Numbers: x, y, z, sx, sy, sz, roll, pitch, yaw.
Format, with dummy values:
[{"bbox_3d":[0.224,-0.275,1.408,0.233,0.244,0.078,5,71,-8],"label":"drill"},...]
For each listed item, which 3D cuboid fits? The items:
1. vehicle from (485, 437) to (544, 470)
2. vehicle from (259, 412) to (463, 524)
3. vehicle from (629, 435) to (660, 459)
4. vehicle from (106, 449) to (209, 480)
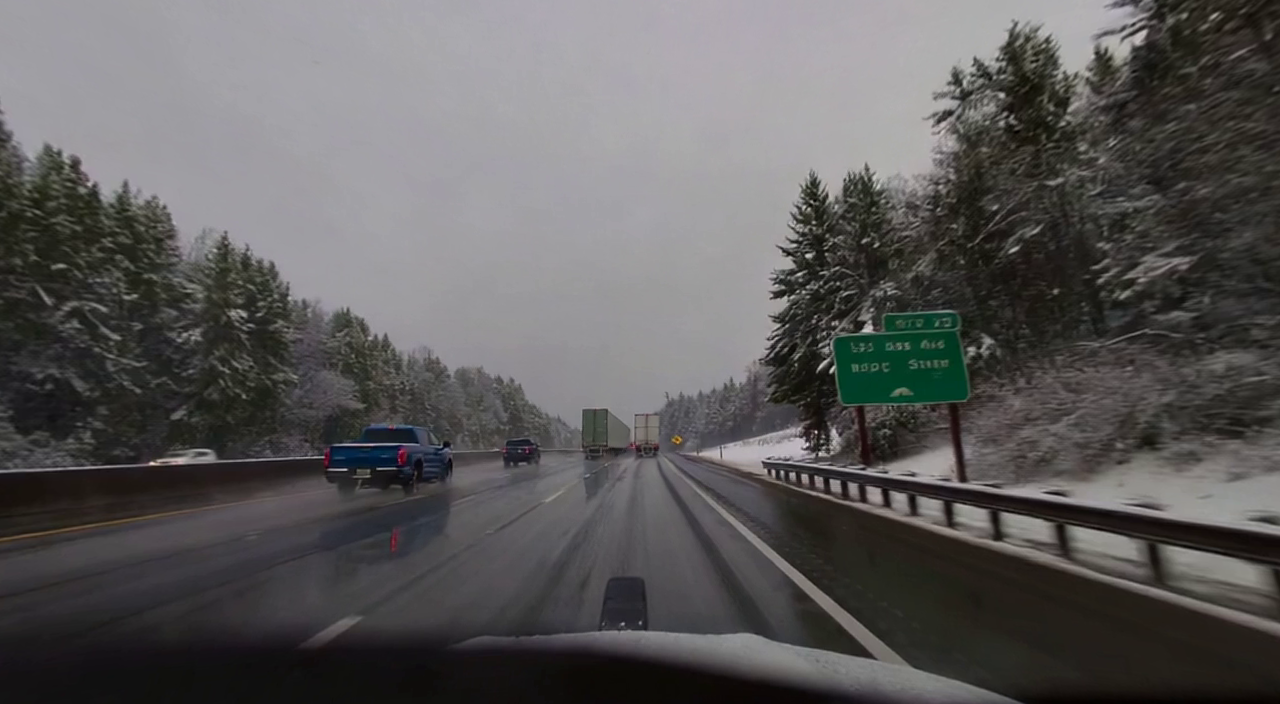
[{"bbox_3d":[-7.246,5.956,37.144,2.258,1.785,5.318,0,-8,1],"label":"vehicle"},{"bbox_3d":[-5.405,2.315,13.098,2.149,1.884,4.627,0,-8,-1],"label":"vehicle"},{"bbox_3d":[0.303,6.801,45.309,2.072,1.630,4.529,0,-8,0],"label":"vehicle"},{"bbox_3d":[-29.658,6.891,39.046,2.067,1.748,5.399,0,-8,1],"label":"vehicle"}]
